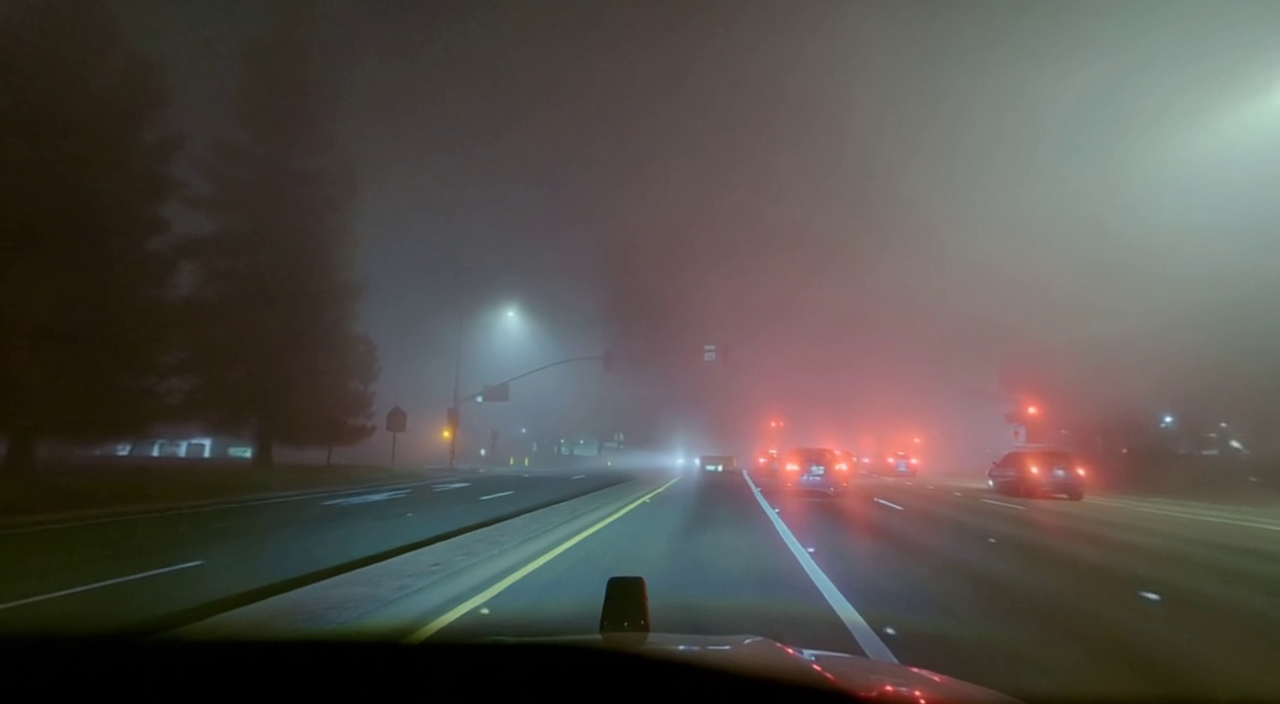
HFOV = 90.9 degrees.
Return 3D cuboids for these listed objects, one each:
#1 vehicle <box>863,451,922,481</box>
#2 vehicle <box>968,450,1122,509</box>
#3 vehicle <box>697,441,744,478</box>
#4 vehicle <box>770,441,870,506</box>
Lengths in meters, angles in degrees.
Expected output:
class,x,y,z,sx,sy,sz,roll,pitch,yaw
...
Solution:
class,x,y,z,sx,sy,sz,roll,pitch,yaw
vehicle,13.787,6.197,34.610,1.901,1.484,4.093,-1,-8,6
vehicle,11.277,3.522,17.976,1.884,1.422,4.262,-1,-8,6
vehicle,4.207,5.650,33.410,2.245,1.800,4.522,-1,-8,6
vehicle,4.922,3.337,17.854,2.078,1.578,4.107,-1,-8,7
